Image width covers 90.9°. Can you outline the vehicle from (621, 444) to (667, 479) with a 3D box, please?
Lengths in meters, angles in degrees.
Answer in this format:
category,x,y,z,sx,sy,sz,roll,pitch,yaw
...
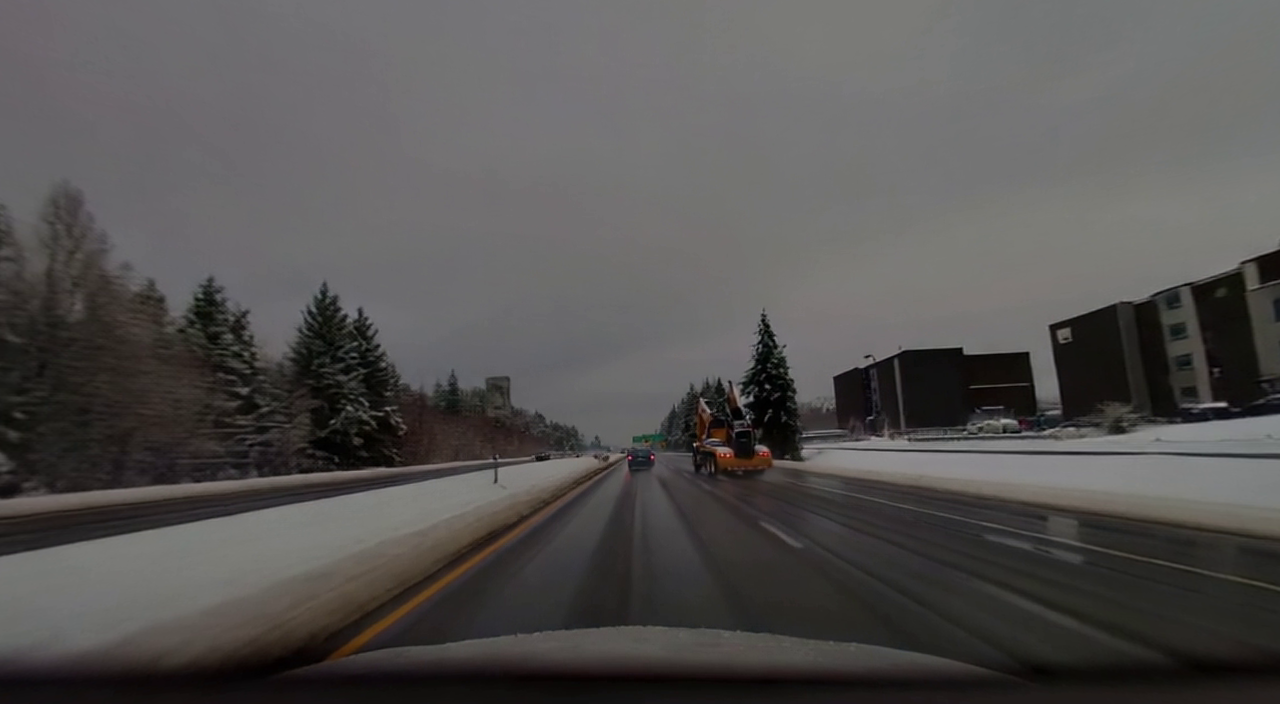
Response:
category,x,y,z,sx,sy,sz,roll,pitch,yaw
vehicle,0.162,5.158,29.854,2.045,1.527,4.023,0,-9,-1

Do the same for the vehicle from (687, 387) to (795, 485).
category,x,y,z,sx,sy,sz,roll,pitch,yaw
vehicle,4.000,3.706,27.180,3.089,3.568,8.101,0,-9,-1
